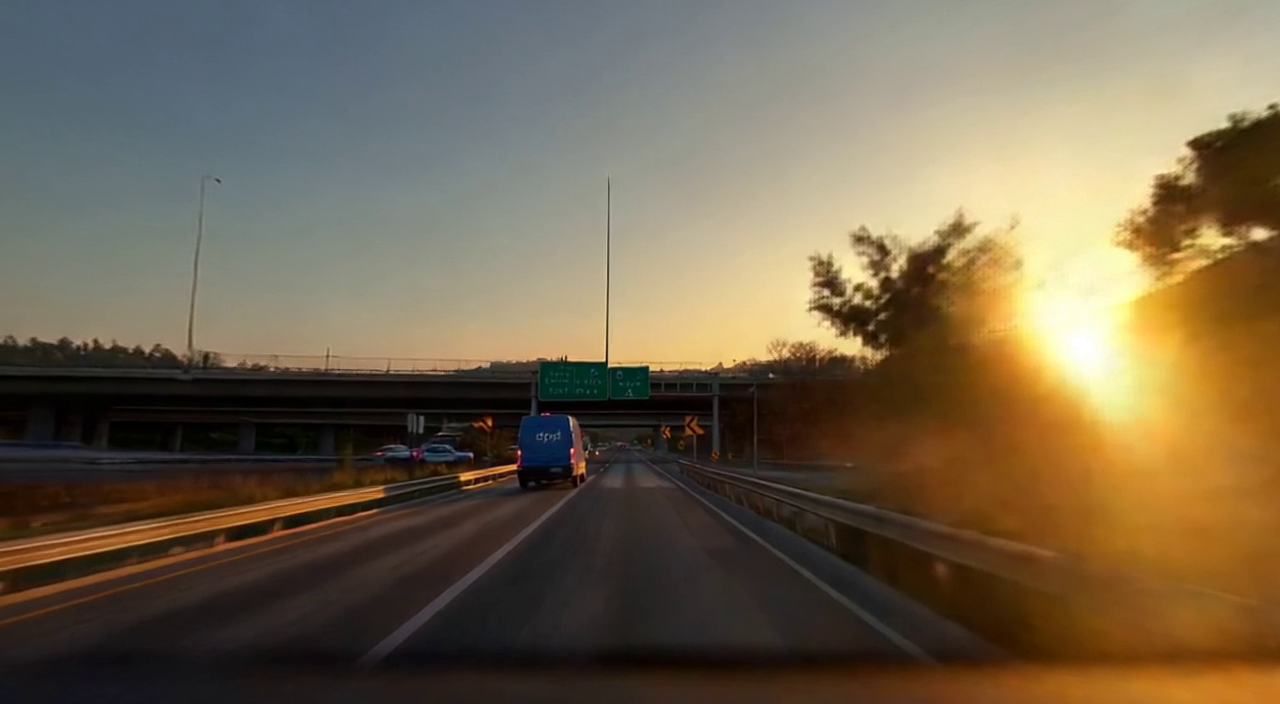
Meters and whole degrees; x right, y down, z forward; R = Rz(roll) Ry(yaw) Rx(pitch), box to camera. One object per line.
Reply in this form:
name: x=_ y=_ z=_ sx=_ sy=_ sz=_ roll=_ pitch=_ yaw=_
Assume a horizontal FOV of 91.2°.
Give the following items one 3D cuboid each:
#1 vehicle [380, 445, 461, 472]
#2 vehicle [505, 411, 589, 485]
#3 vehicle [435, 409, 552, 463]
vehicle: x=-13.314 y=6.474 z=38.281 sx=4.396 sy=1.557 sz=1.952 roll=2 pitch=-9 yaw=-14
vehicle: x=-3.651 y=4.015 z=26.200 sx=2.463 sy=2.640 sz=7.034 roll=0 pitch=-9 yaw=0
vehicle: x=-11.792 y=6.780 z=49.831 sx=10.047 sy=3.953 sz=3.340 roll=-7 pitch=-11 yaw=37
